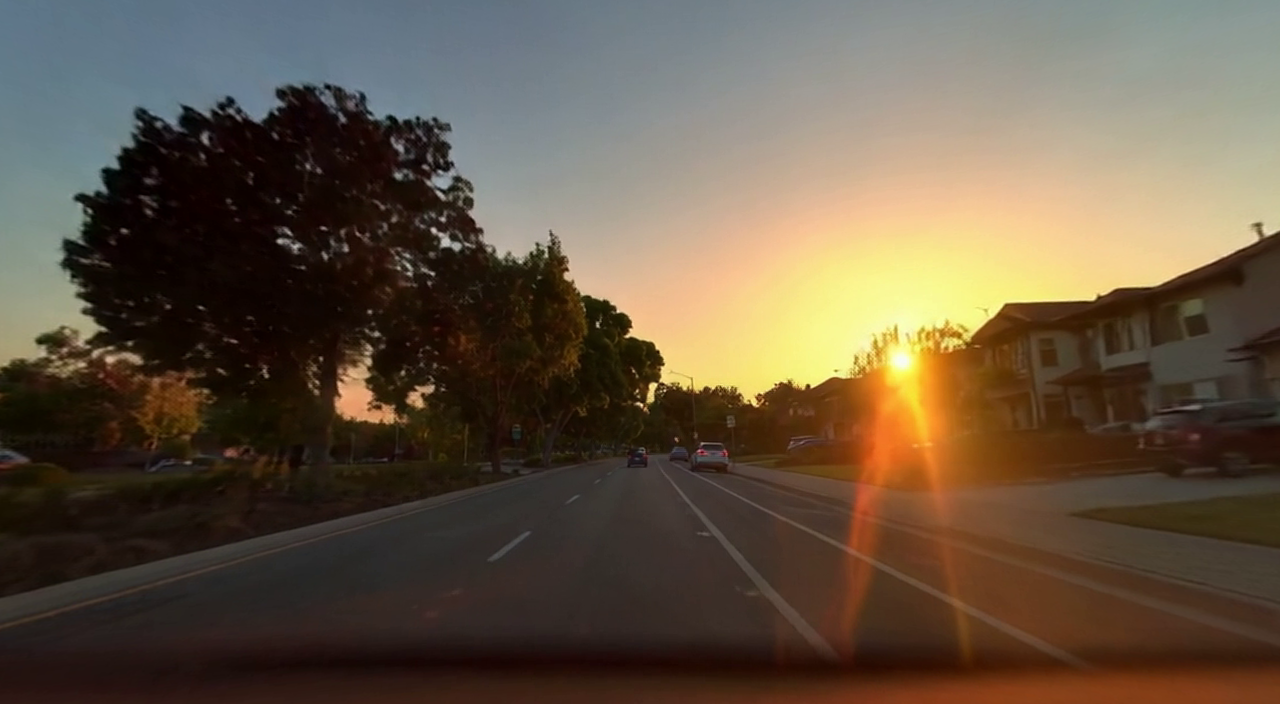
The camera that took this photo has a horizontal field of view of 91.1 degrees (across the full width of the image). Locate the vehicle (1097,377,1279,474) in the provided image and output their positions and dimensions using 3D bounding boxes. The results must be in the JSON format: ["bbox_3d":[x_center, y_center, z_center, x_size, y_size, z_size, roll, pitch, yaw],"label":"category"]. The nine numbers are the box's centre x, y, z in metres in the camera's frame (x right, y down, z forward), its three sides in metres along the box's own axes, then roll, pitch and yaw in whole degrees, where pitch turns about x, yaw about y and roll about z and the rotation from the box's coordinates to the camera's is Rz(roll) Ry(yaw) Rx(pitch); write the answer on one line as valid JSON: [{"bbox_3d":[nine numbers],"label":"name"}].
[{"bbox_3d":[13.085,1.614,13.514,4.739,1.918,2.071,0,-9,3],"label":"vehicle"}]

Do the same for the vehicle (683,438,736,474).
[{"bbox_3d":[3.864,5.870,35.718,2.203,1.828,5.336,0,-9,-2],"label":"vehicle"}]

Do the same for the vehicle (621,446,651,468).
[{"bbox_3d":[-0.245,7.516,45.041,2.054,1.456,4.003,0,-8,0],"label":"vehicle"}]

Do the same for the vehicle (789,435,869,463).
[{"bbox_3d":[12.823,6.593,42.800,4.694,1.622,2.067,-2,-7,0],"label":"vehicle"}]
